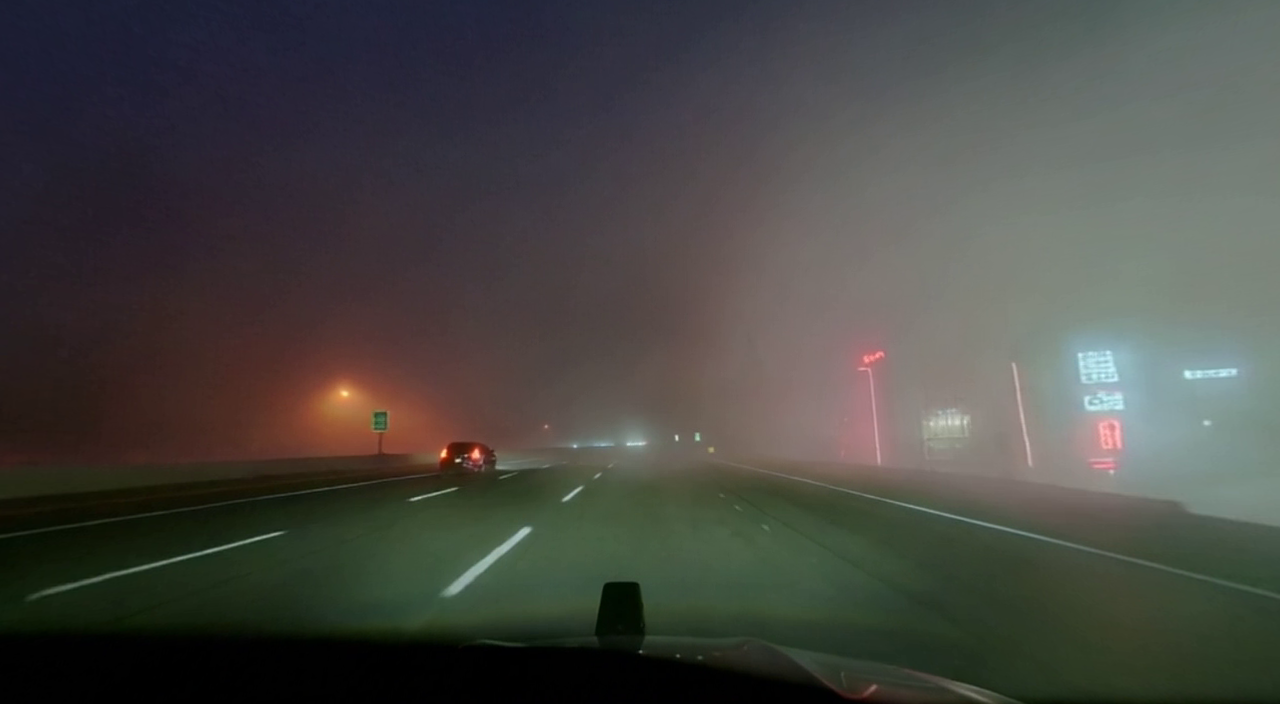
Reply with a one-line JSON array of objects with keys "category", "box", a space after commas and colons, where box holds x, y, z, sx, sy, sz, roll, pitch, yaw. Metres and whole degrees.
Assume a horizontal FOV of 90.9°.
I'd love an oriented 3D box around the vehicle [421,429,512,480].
[{"category": "vehicle", "box": [-6.707, 4.027, 25.021, 2.145, 1.793, 4.762, 0, -8, 1]}]
